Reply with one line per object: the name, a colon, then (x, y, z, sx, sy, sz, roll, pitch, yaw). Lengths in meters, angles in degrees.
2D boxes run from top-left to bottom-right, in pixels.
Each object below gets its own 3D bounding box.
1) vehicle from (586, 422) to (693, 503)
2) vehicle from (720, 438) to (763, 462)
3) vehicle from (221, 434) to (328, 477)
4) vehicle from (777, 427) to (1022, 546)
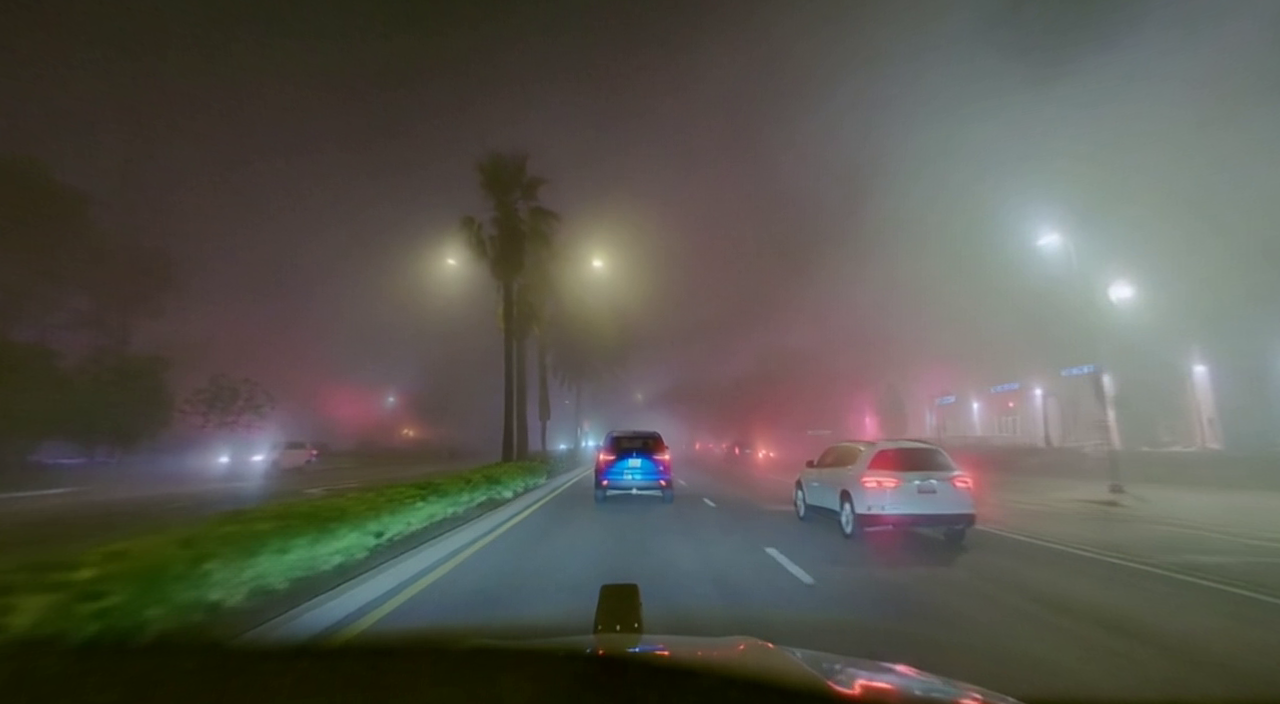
vehicle: (-0.038, 2.631, 15.443, 2.239, 1.693, 4.301, 0, -8, -1)
vehicle: (6.448, 6.286, 40.599, 1.930, 1.457, 4.267, 0, -8, -2)
vehicle: (-17.672, 4.995, 30.895, 2.127, 1.883, 5.167, 0, -7, 0)
vehicle: (3.760, 2.021, 10.246, 1.941, 1.472, 4.570, 0, -8, -1)
